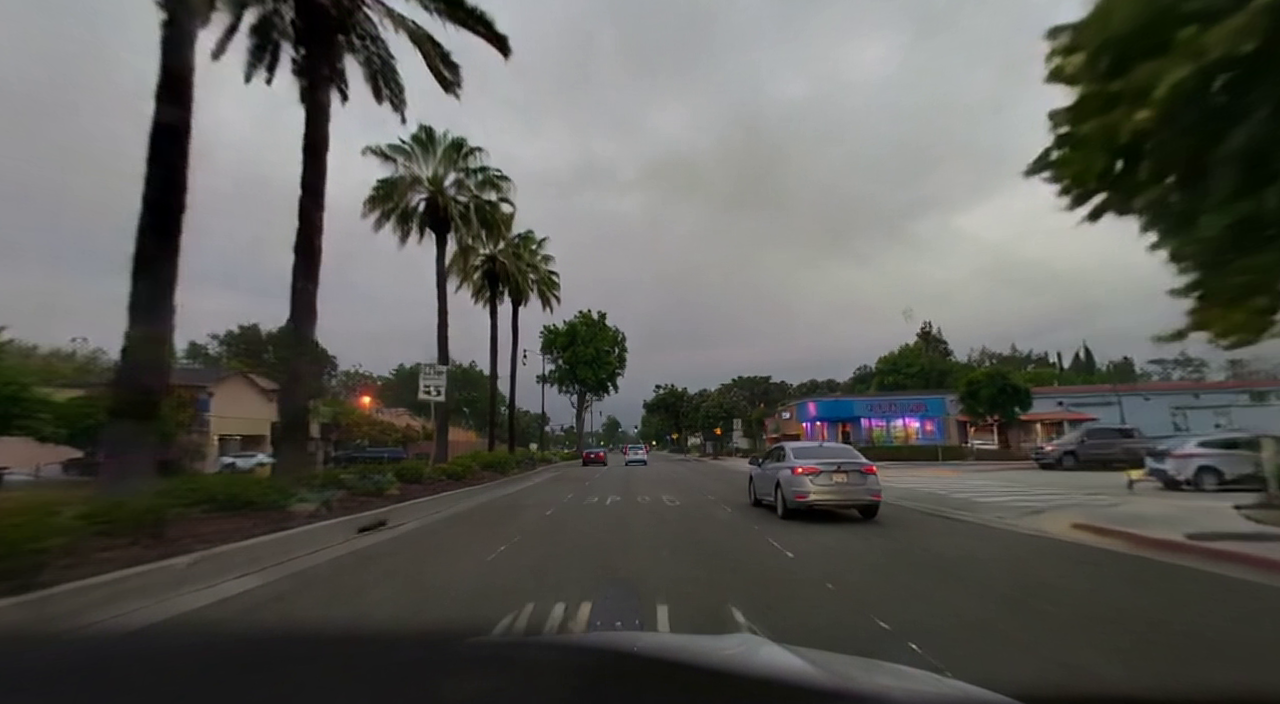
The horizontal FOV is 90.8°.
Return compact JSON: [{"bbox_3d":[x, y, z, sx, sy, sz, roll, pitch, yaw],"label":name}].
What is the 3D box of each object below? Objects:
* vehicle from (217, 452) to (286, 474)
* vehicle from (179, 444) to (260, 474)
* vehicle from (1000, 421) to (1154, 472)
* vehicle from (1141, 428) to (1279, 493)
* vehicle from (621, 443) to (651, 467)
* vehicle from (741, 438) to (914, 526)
[{"bbox_3d":[-29.130,8.352,47.556,1.958,1.476,4.576,-2,-10,5],"label":"vehicle"},{"bbox_3d":[-31.963,8.122,48.276,2.210,2.068,5.774,0,-9,0],"label":"vehicle"},{"bbox_3d":[18.418,4.049,26.799,4.719,1.803,2.339,-2,-12,-4],"label":"vehicle"},{"bbox_3d":[15.423,2.702,16.186,1.975,1.464,3.651,-1,-8,-4],"label":"vehicle"},{"bbox_3d":[-0.323,7.673,47.244,2.102,1.653,3.698,0,-9,-1],"label":"vehicle"},{"bbox_3d":[3.607,2.590,13.224,2.090,1.503,4.566,0,-9,-2],"label":"vehicle"}]
